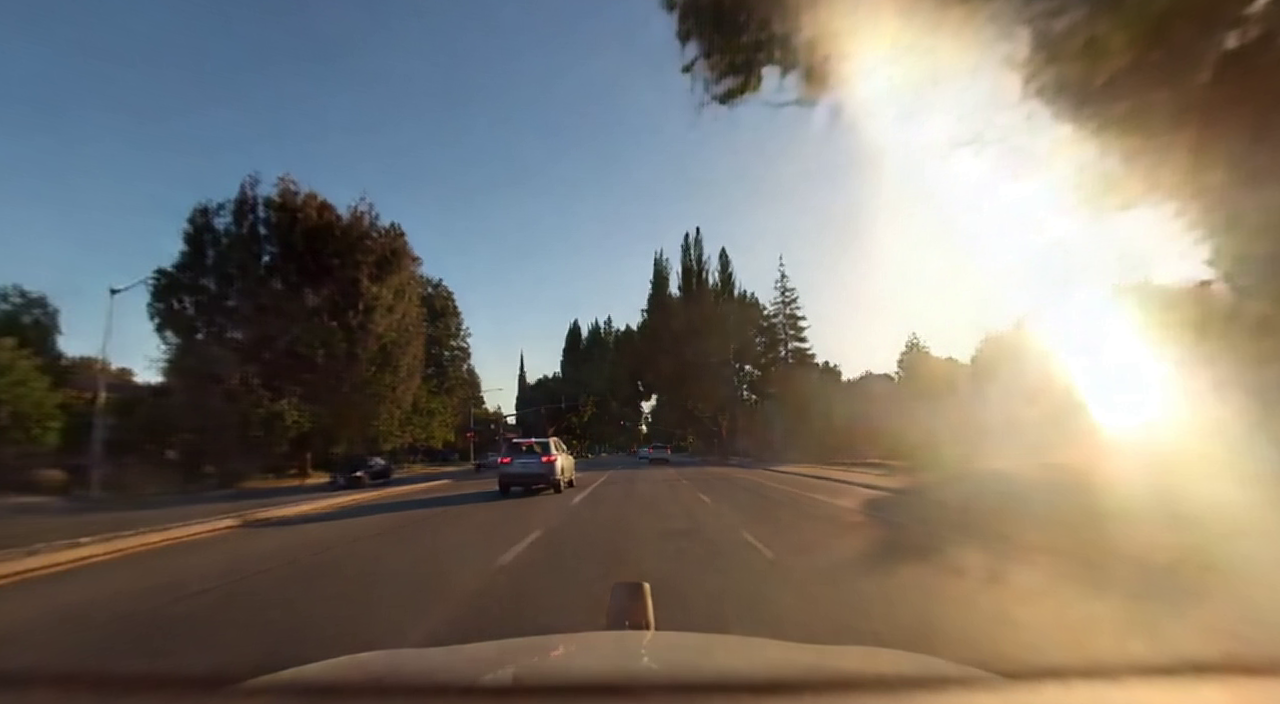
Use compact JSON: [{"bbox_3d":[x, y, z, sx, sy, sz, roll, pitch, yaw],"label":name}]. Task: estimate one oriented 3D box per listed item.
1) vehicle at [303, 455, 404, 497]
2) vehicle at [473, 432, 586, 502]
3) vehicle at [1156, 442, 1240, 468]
[{"bbox_3d":[-11.692,5.052,26.116,1.952,1.500,4.543,0,-9,1],"label":"vehicle"},{"bbox_3d":[-3.134,3.442,19.328,2.459,1.825,5.380,0,-9,0],"label":"vehicle"},{"bbox_3d":[35.007,6.480,39.672,1.719,1.506,3.878,0,-9,2],"label":"vehicle"}]
